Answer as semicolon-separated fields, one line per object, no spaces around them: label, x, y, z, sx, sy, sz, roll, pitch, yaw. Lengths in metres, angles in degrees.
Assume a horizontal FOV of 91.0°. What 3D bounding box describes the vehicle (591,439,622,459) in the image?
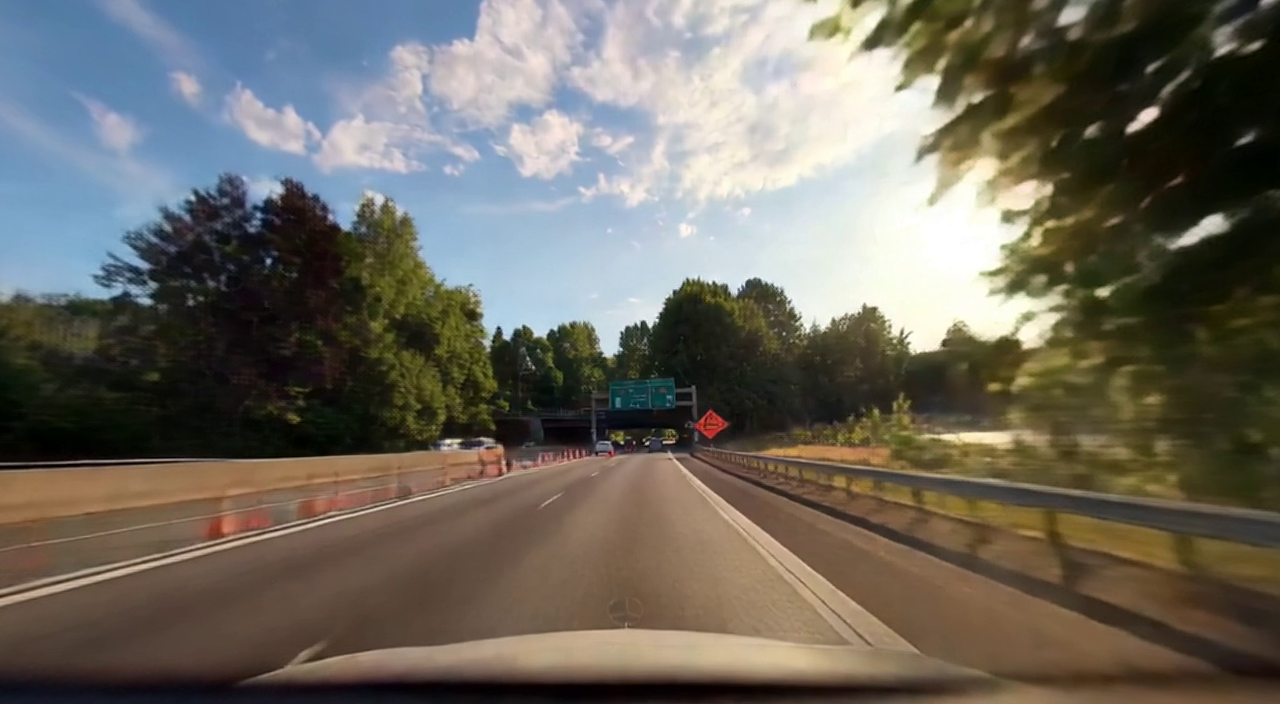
vehicle;-2.585;7.593;49.341;2.118;1.475;4.263;0;-8;2
